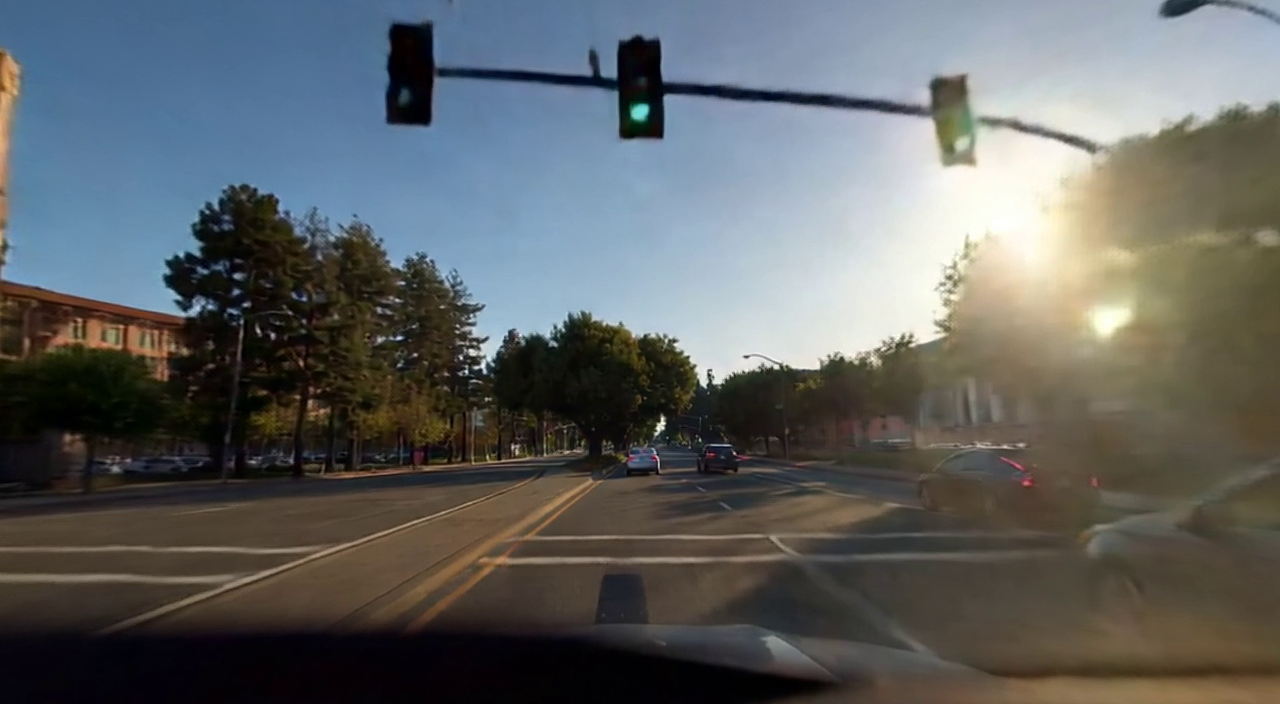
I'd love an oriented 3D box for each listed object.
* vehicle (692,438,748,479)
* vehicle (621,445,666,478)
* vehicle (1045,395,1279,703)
[{"bbox_3d":[3.721,5.050,30.152,2.036,1.757,4.300,0,-9,-1],"label":"vehicle"},{"bbox_3d":[0.163,5.258,30.555,2.054,1.446,3.969,0,-9,0],"label":"vehicle"},{"bbox_3d":[3.778,0.898,2.363,1.937,1.538,3.832,0,-9,0],"label":"vehicle"}]
